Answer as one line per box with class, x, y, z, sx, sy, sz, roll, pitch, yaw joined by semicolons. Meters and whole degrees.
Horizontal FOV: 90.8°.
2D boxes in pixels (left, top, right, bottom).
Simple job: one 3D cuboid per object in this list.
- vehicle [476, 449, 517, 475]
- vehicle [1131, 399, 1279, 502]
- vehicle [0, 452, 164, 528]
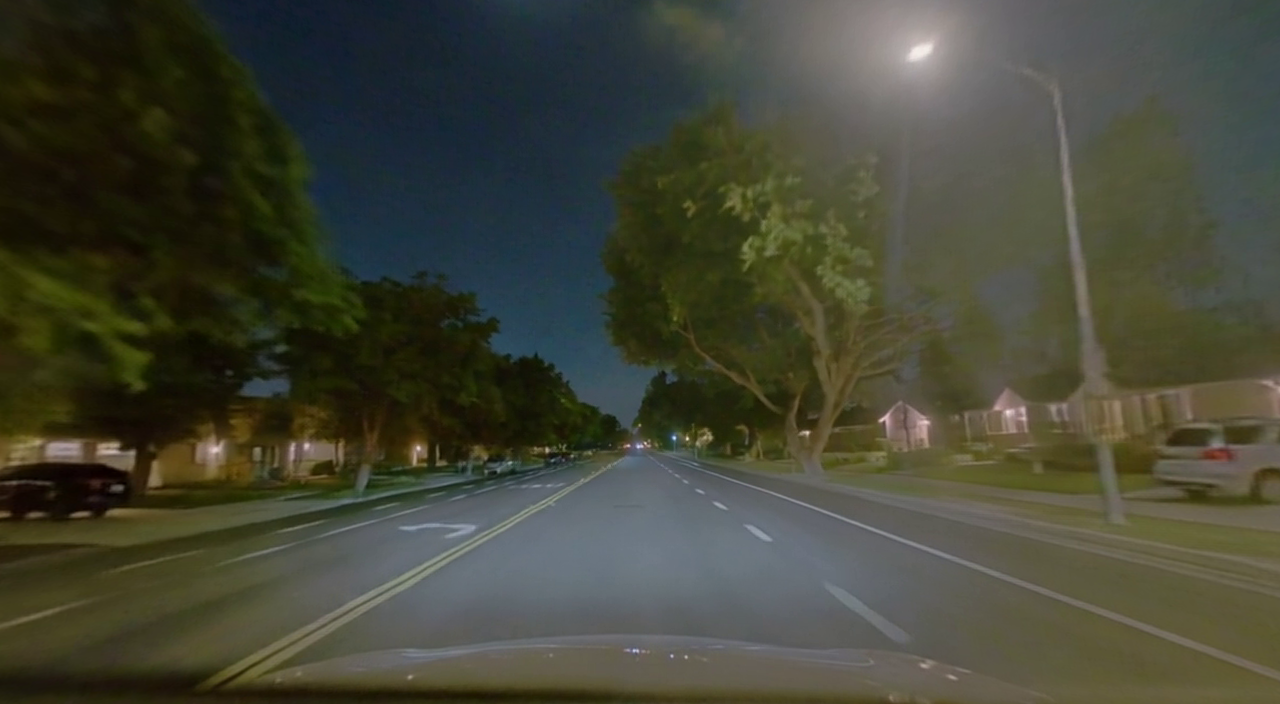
vehicle;-10.743;8.222;47.442;1.989;1.610;4.337;-5;-8;0
vehicle;11.946;1.777;11.519;4.392;1.685;1.959;0;-9;-4
vehicle;-15.676;3.527;16.476;4.859;1.780;2.031;-1;-9;3
